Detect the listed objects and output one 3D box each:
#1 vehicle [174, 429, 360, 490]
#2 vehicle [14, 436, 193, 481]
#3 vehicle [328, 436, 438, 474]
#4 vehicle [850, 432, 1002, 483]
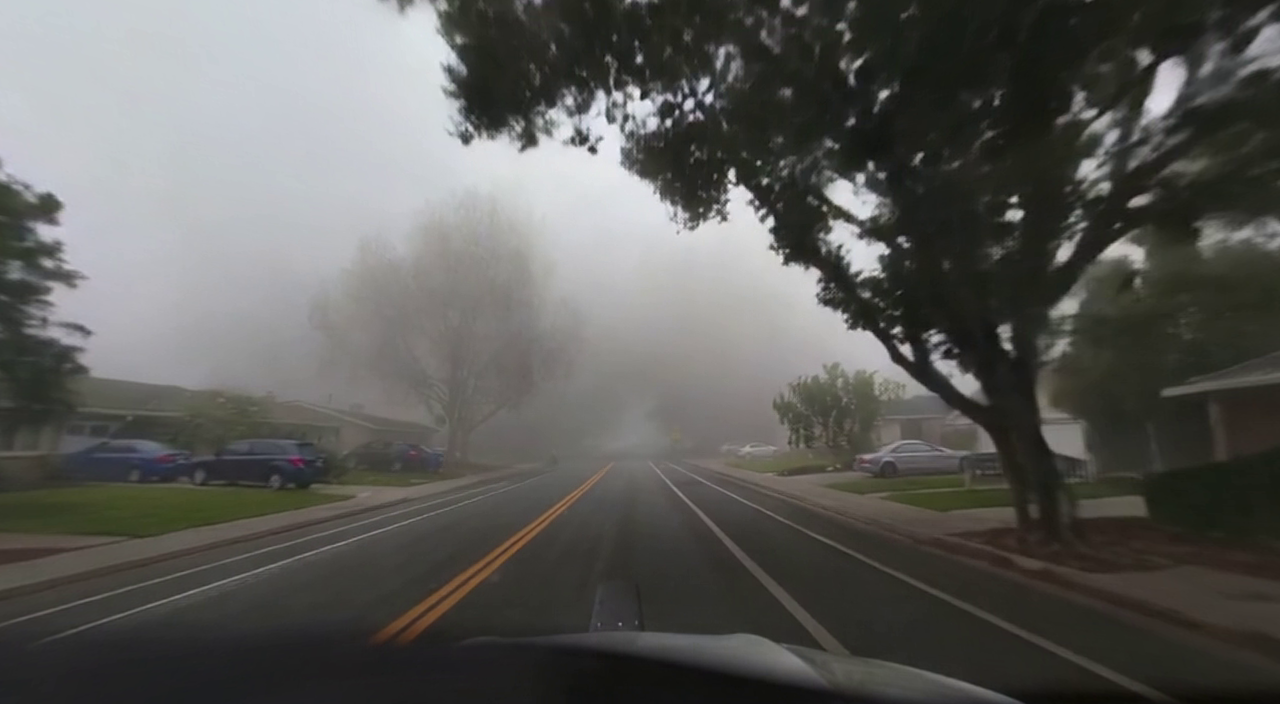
[{"bbox_3d":[-12.440,3.600,21.313,5.009,1.880,1.961,-1,-8,1],"label":"vehicle"},{"bbox_3d":[-19.045,3.811,22.646,4.351,1.488,2.114,1,-9,-4],"label":"vehicle"},{"bbox_3d":[-12.822,5.163,31.751,4.549,1.802,2.081,0,-9,1],"label":"vehicle"},{"bbox_3d":[10.705,3.986,23.921,4.751,1.518,1.885,-4,-9,-1],"label":"vehicle"}]
